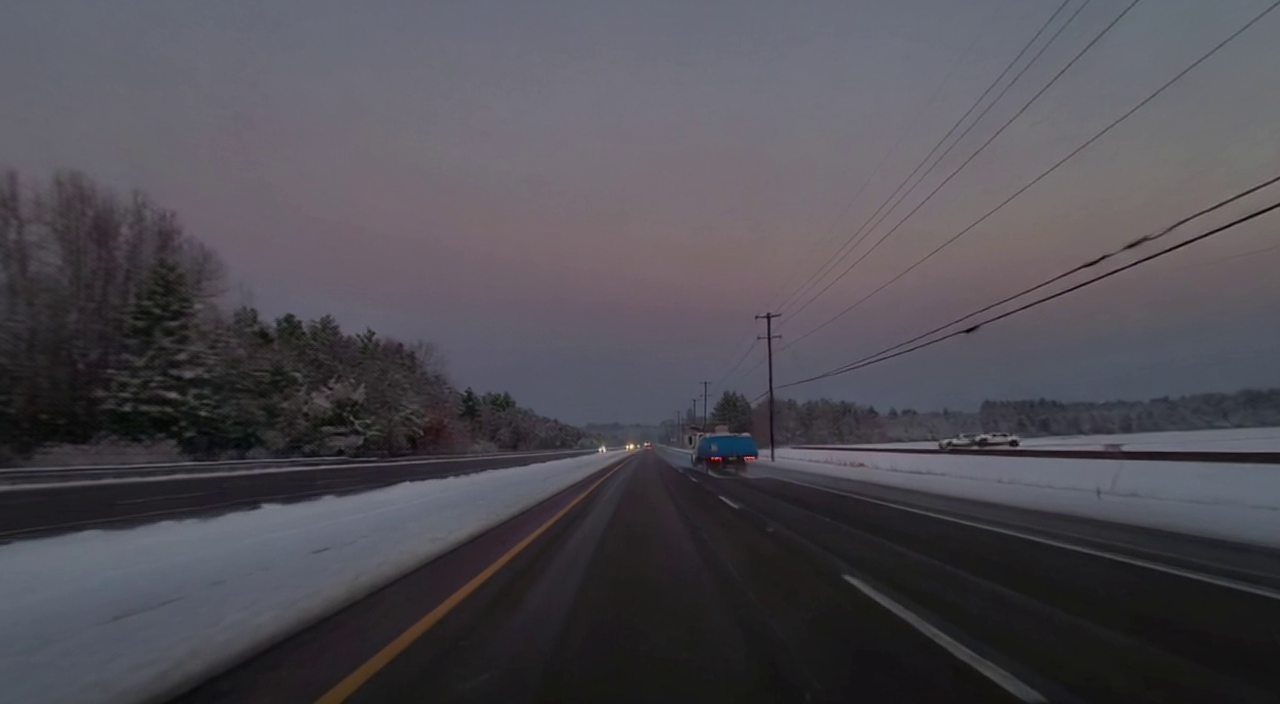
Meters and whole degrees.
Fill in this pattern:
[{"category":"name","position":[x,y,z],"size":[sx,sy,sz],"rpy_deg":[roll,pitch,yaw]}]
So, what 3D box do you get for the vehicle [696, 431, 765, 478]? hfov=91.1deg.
[{"category":"vehicle","position":[3.857,4.516,27.850],"size":[2.228,1.852,5.449],"rpy_deg":[0,-8,-1]}]
